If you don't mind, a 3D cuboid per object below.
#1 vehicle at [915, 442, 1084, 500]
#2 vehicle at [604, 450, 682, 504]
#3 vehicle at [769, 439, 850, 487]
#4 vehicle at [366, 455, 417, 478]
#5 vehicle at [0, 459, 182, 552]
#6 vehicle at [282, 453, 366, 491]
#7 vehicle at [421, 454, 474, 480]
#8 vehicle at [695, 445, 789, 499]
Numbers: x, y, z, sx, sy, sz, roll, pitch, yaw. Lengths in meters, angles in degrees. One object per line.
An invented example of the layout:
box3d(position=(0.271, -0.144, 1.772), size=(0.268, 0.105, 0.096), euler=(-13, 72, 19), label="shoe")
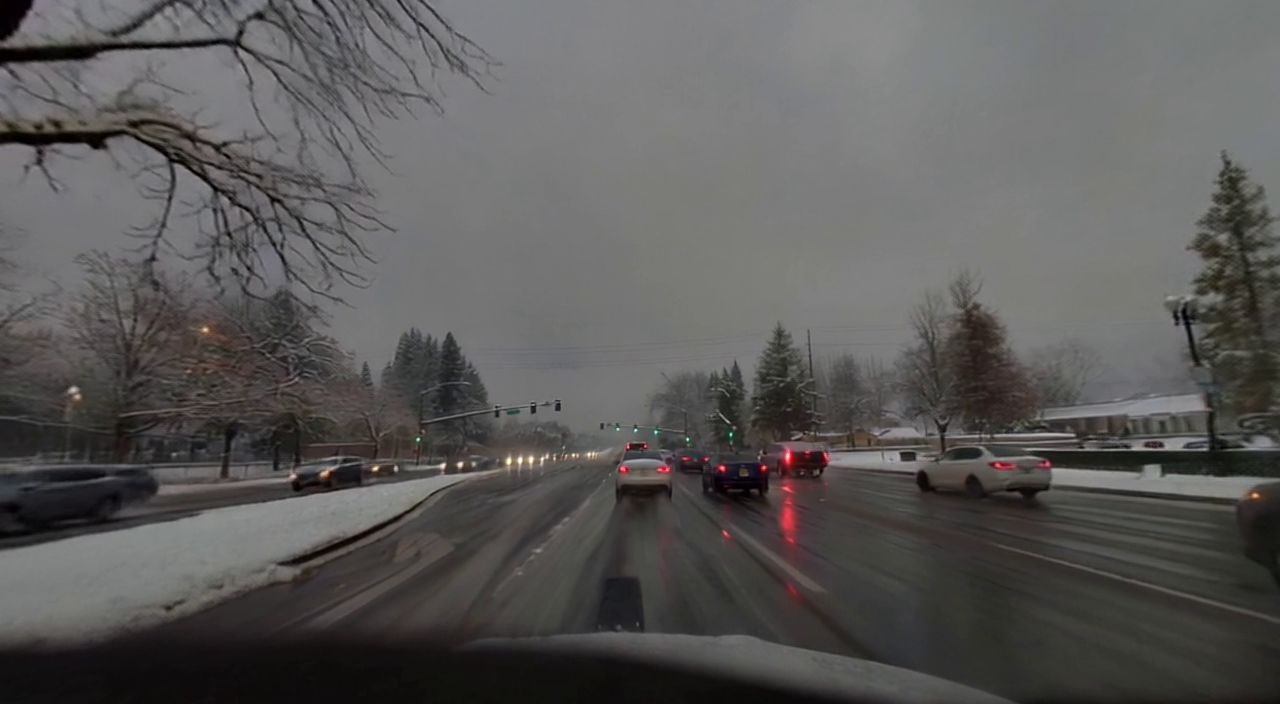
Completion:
box3d(position=(10.370, 3.444, 18.824), size=(1.890, 1.488, 5.113), euler=(0, -9, -2), label="vehicle")
box3d(position=(0.029, 3.504, 18.202), size=(1.990, 1.347, 4.067), euler=(0, -9, -2), label="vehicle")
box3d(position=(6.408, 4.232, 24.402), size=(1.931, 1.685, 4.054), euler=(0, -9, -1), label="vehicle")
box3d(position=(-19.204, 8.854, 49.032), size=(1.992, 1.607, 4.965), euler=(0, -9, 0), label="vehicle")
box3d(position=(-11.993, 2.974, 12.825), size=(2.002, 1.500, 4.536), euler=(0, -9, -1), label="vehicle")
box3d(position=(-15.841, 6.006, 31.978), size=(1.908, 1.703, 4.547), euler=(0, -9, 0), label="vehicle")
box3d(position=(-12.162, 7.249, 40.182), size=(1.896, 1.484, 4.473), euler=(0, -9, 1), label="vehicle")
box3d(position=(3.027, 3.675, 19.897), size=(1.970, 1.445, 4.974), euler=(0, -9, -2), label="vehicle")
